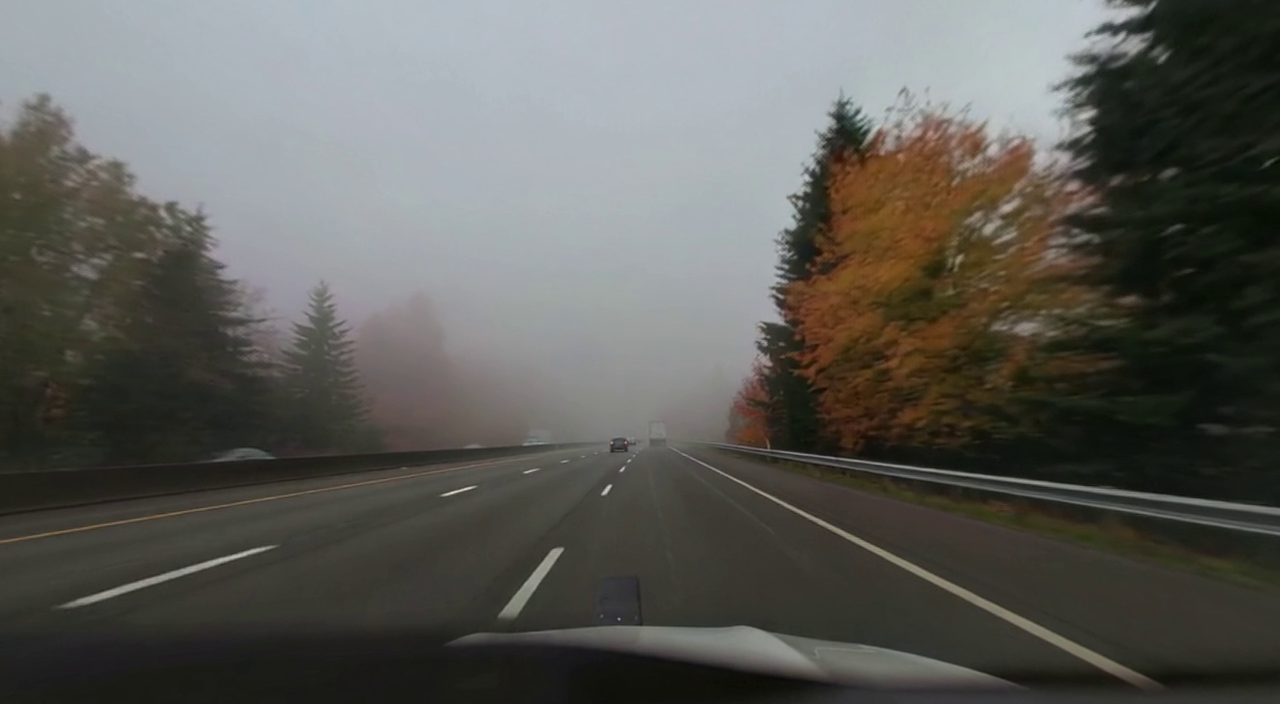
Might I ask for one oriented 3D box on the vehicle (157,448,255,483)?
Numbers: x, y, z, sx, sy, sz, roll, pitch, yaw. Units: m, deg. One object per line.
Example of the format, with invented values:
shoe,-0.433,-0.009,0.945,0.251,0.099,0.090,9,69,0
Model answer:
vehicle,-19.979,5.210,29.110,1.705,1.454,3.858,-1,-8,1
